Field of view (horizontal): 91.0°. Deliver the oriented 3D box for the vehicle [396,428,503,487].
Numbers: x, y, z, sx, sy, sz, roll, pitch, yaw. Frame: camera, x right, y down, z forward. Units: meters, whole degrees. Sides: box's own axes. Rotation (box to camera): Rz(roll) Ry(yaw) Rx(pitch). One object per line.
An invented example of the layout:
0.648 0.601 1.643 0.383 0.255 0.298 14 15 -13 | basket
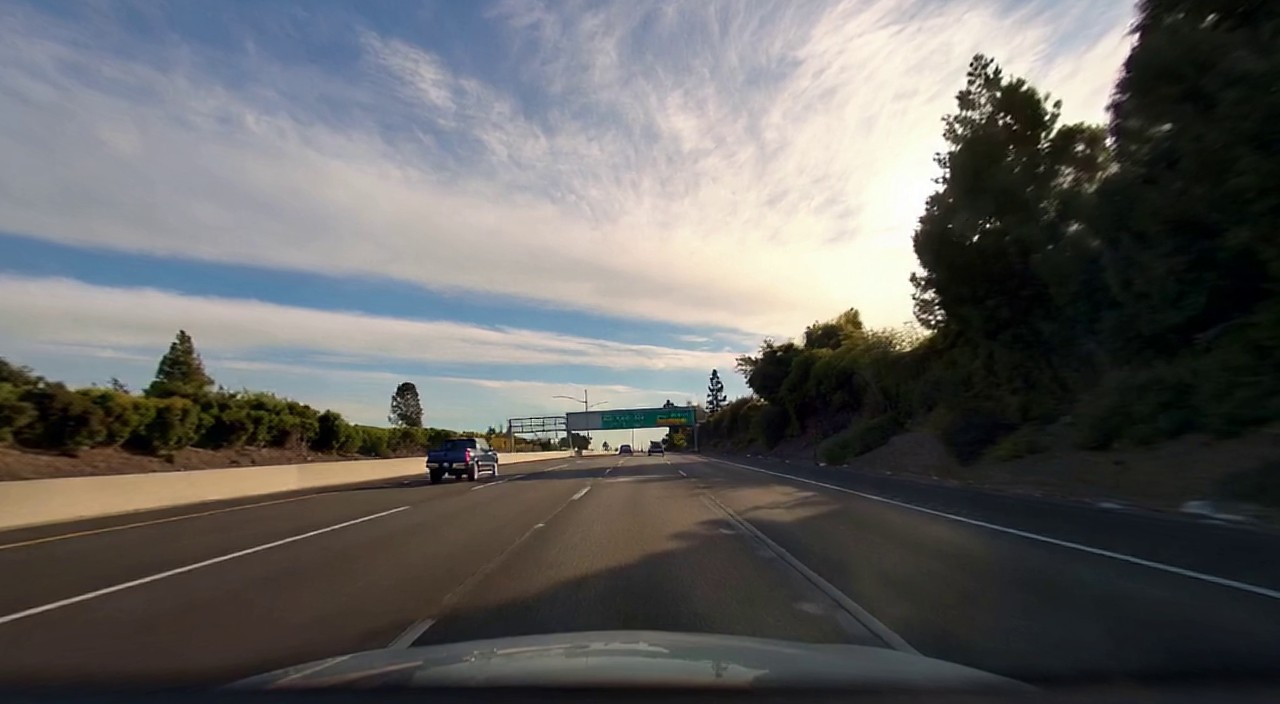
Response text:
-6.874 3.903 23.509 2.260 1.917 5.499 0 -9 0 | vehicle
